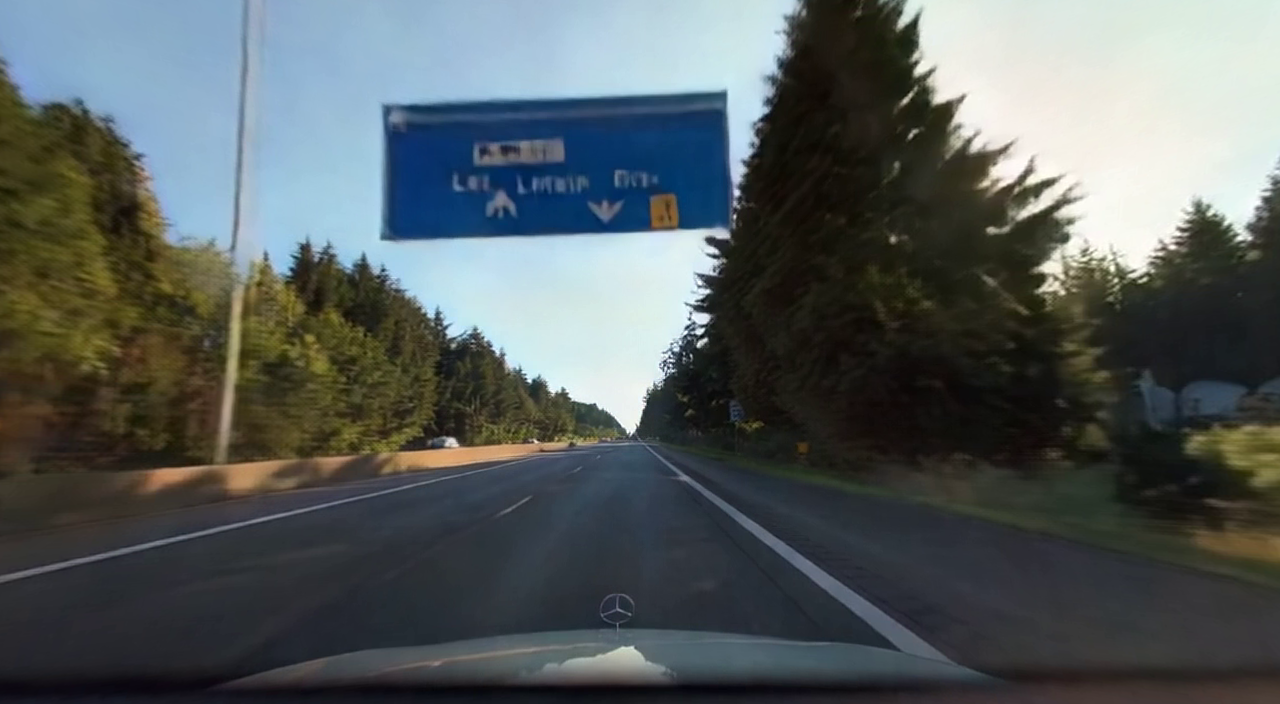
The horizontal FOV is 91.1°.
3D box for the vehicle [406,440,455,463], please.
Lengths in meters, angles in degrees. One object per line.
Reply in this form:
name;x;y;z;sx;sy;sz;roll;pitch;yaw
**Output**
vehicle;-13.814;6.547;41.727;1.837;1.423;4.162;0;-8;0
